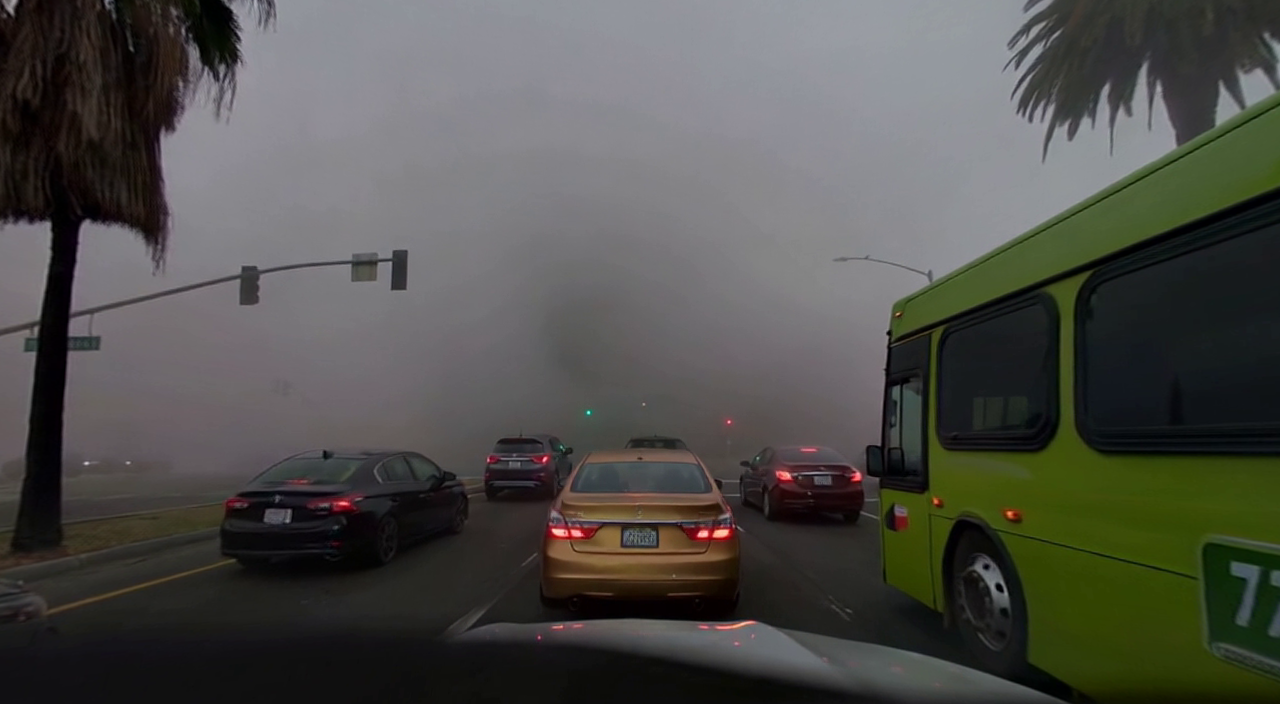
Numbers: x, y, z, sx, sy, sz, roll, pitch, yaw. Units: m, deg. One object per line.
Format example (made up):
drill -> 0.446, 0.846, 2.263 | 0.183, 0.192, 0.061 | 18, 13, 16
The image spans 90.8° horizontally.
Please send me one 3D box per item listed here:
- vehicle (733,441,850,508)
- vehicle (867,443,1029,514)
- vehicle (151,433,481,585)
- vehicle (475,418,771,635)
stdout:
vehicle -> 3.735, 3.087, 16.418 | 1.989, 1.467, 4.364 | 0, -9, 0
vehicle -> 7.829, 3.231, 16.638 | 2.181, 1.607, 4.236 | 0, -9, 1
vehicle -> -3.589, 1.796, 8.090 | 1.919, 1.415, 4.178 | 0, -9, 1
vehicle -> -0.123, 1.509, 6.402 | 2.060, 1.499, 3.831 | 0, -9, 0
